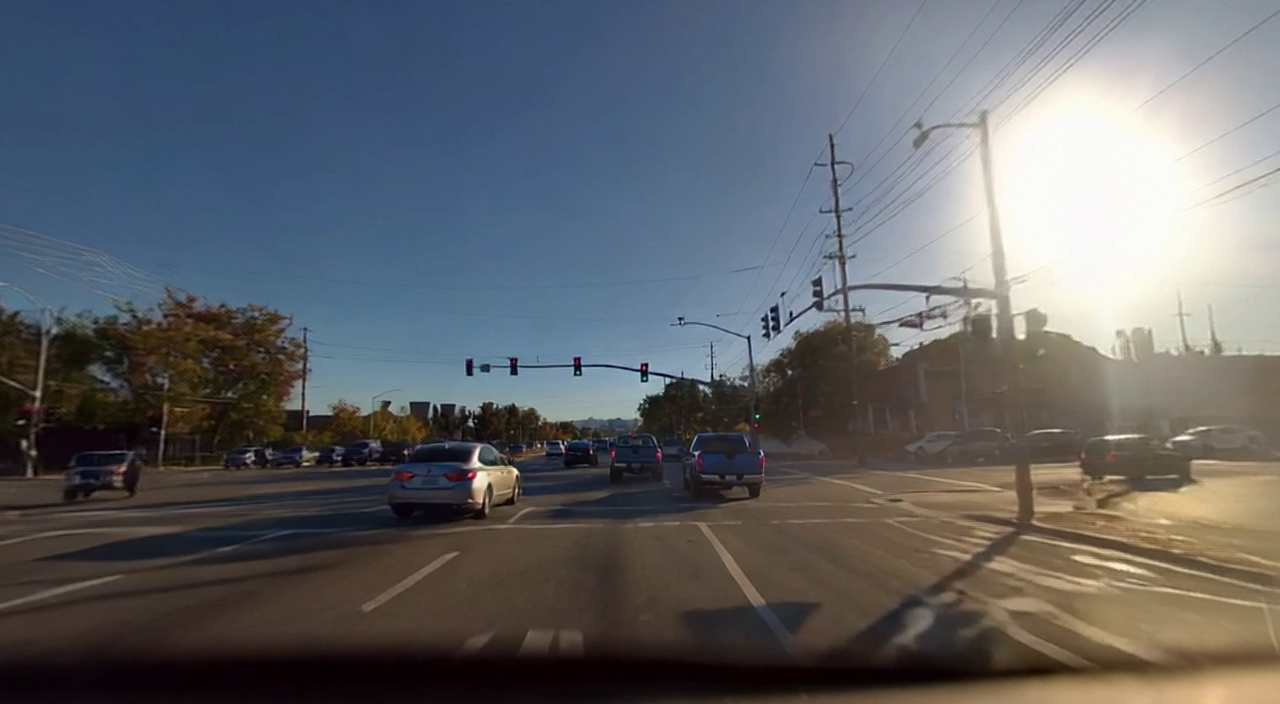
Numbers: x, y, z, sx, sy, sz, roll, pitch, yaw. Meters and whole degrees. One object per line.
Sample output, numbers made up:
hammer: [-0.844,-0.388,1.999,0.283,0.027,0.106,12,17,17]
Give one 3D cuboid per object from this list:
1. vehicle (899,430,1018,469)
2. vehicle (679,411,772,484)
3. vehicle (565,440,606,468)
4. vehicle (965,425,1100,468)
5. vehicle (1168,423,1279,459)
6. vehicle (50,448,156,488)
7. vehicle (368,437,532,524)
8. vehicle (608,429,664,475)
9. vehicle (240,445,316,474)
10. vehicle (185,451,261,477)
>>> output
vehicle: [15.392,4.726,30.649,4.681,1.756,2.109,2,-9,-9]
vehicle: [3.323,3.975,26.421,2.905,2.636,6.895,0,-8,0]
vehicle: [-3.629,6.914,42.964,2.273,1.749,4.385,0,-8,2]
vehicle: [17.350,4.232,28.025,4.782,1.768,2.152,2,-9,-11]
vehicle: [31.285,4.723,33.446,4.848,1.769,2.301,2,-9,-8]
vehicle: [-23.017,4.908,27.053,4.214,1.557,2.016,-5,-10,30]
vehicle: [-3.716,2.588,13.350,1.939,1.494,4.499,0,-8,2]
vehicle: [-0.093,5.192,33.005,2.643,2.145,5.585,-1,-8,3]
vehicle: [-24.484,7.289,42.999,2.224,1.759,4.994,-4,-9,0]
vehicle: [-28.125,7.557,42.832,1.985,1.609,4.536,-1,-9,1]
